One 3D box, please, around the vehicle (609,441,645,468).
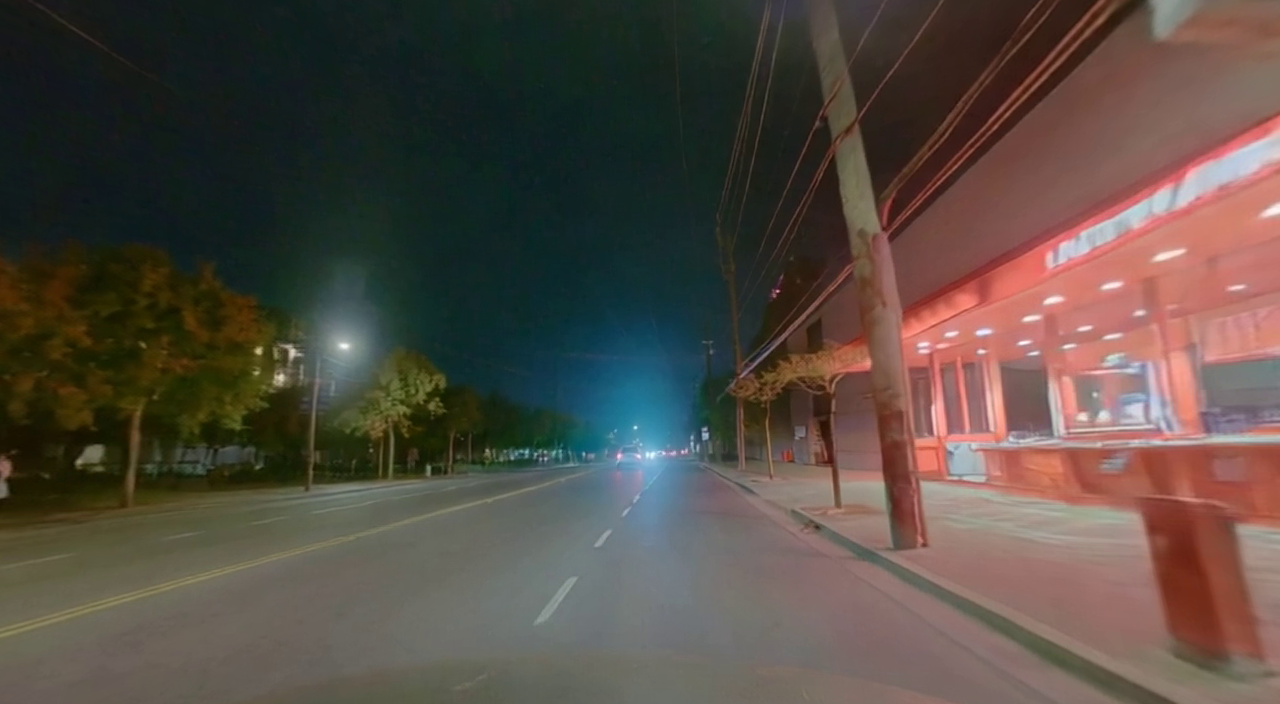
[{"bbox_3d":[-0.837,7.044,43.614,2.101,1.721,4.364,0,-8,4],"label":"vehicle"}]
